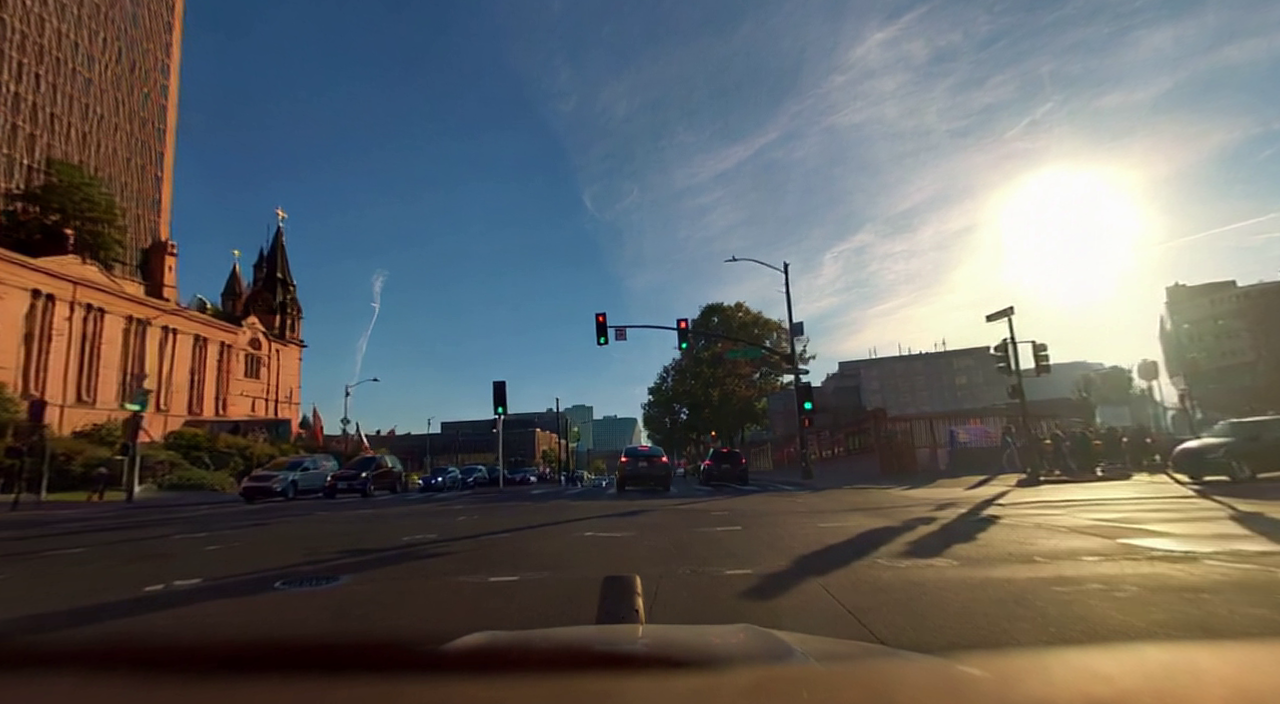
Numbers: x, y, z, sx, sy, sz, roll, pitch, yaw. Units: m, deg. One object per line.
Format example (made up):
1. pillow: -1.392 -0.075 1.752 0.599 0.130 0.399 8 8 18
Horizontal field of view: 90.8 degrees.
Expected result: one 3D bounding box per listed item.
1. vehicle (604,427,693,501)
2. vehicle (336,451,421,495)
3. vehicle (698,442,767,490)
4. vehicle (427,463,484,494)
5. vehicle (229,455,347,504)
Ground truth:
1. vehicle: 0.169 3.058 17.543 2.168 1.776 4.135 0 -9 -1
2. vehicle: -11.854 5.610 29.029 2.069 1.790 4.358 -1 -12 -1
3. vehicle: 3.705 4.674 26.038 2.080 1.735 4.650 2 -10 -1
4. vehicle: -11.385 7.786 39.280 2.170 1.746 4.565 0 -10 -1
5. vehicle: -14.945 5.506 27.309 1.969 1.896 5.404 0 -11 0
